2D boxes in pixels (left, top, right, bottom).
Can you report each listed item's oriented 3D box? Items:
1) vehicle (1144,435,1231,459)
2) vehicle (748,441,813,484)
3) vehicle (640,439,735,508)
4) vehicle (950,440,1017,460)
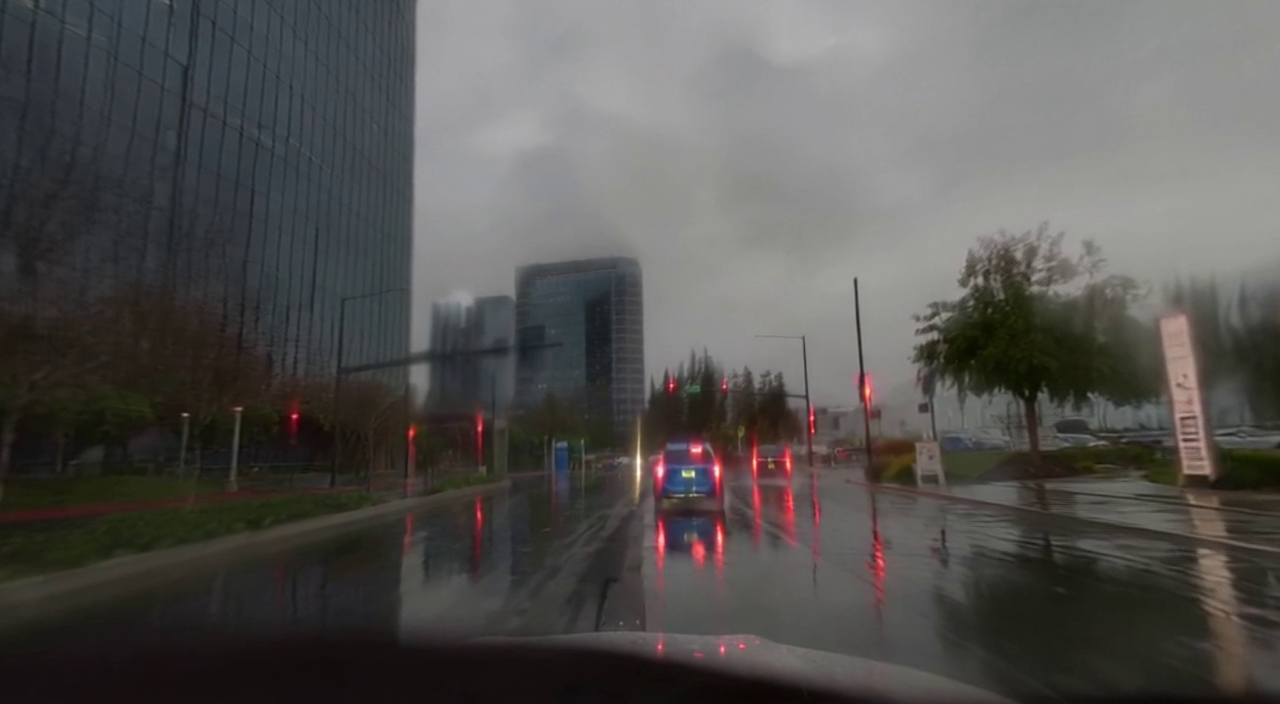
[{"bbox_3d":[39.418,6.876,45.434,4.274,1.503,1.755,-4,-11,9],"label":"vehicle"},{"bbox_3d":[5.342,4.265,24.479,1.916,1.492,3.911,-1,-9,5],"label":"vehicle"},{"bbox_3d":[1.176,3.043,16.134,2.127,1.497,4.020,-1,-9,3],"label":"vehicle"},{"bbox_3d":[26.941,7.713,49.542,4.154,1.475,1.862,-2,-9,10],"label":"vehicle"}]
